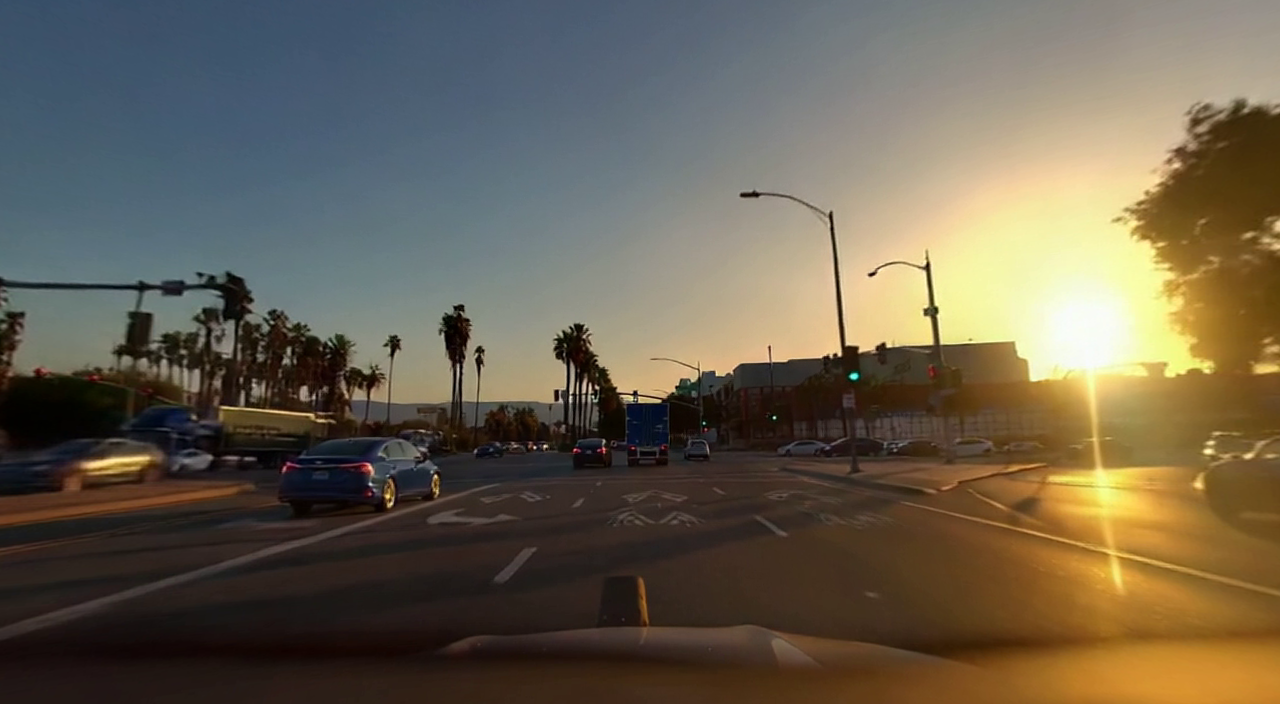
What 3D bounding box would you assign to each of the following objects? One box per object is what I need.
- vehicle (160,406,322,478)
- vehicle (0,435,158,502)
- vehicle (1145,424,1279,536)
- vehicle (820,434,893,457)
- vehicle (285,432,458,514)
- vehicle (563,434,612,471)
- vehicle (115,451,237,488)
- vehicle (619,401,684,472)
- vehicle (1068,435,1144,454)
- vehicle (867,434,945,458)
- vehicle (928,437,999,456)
[{"bbox_3d":[-25.010,5.814,40.524,3.017,3.971,11.161,0,-8,0],"label":"vehicle"},{"bbox_3d":[-18.173,3.639,20.059,2.032,1.885,4.303,0,-8,0],"label":"vehicle"},{"bbox_3d":[9.851,1.842,9.200,1.961,1.502,4.541,-2,-9,14],"label":"vehicle"},{"bbox_3d":[17.173,7.436,49.993,5.039,1.744,2.043,0,-9,0],"label":"vehicle"},{"bbox_3d":[-6.135,2.803,15.119,2.045,1.630,4.680,0,-8,0],"label":"vehicle"},{"bbox_3d":[-2.794,5.475,34.376,2.178,1.826,4.933,0,-8,1],"label":"vehicle"},{"bbox_3d":[-21.170,5.352,28.941,1.963,1.507,4.713,0,-9,1],"label":"vehicle"},{"bbox_3d":[0.593,4.388,32.347,2.993,3.235,6.692,0,-8,1],"label":"vehicle"},{"bbox_3d":[36.713,7.293,49.520,4.337,1.487,1.949,0,-9,1],"label":"vehicle"},{"bbox_3d":[19.649,6.989,46.541,4.831,1.529,1.966,-3,-10,0],"label":"vehicle"},{"bbox_3d":[25.616,7.473,49.782,4.506,1.484,1.928,0,-9,0],"label":"vehicle"}]
